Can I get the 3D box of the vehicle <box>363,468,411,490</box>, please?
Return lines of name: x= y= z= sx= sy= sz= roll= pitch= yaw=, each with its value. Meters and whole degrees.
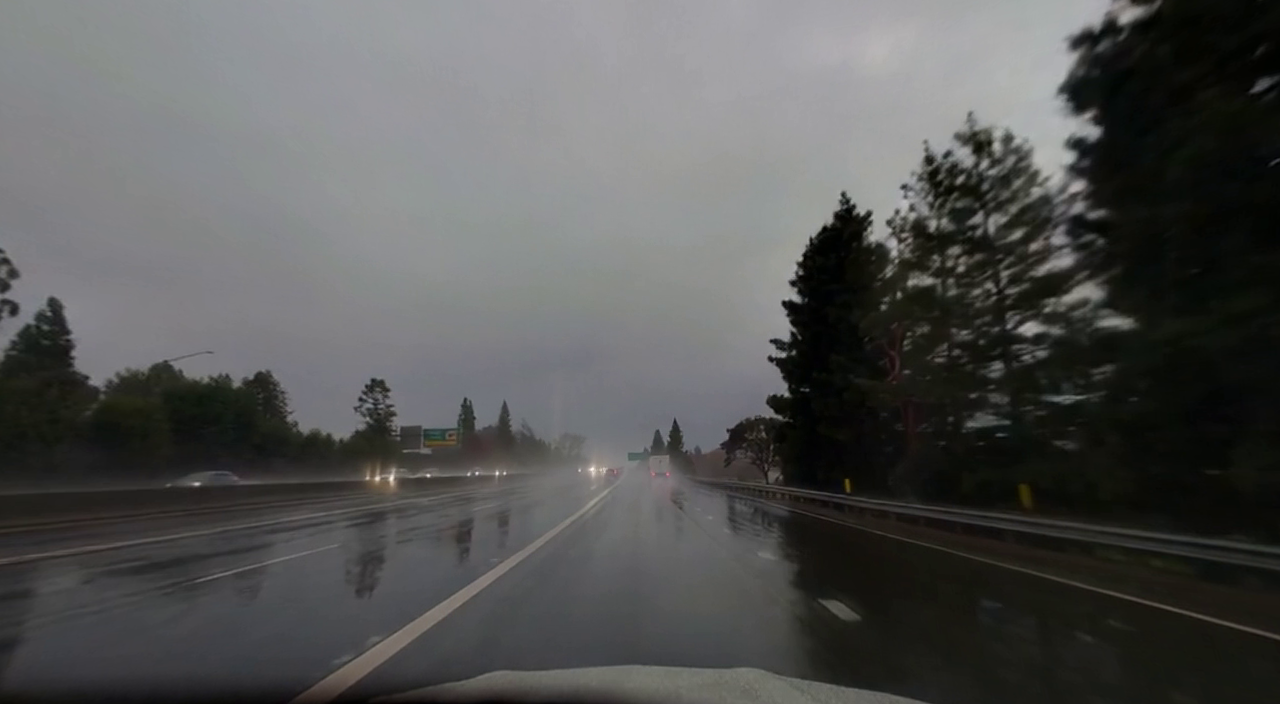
vehicle: x=-19.009 y=9.558 z=47.571 sx=1.803 sy=1.508 sz=4.279 roll=1 pitch=-10 yaw=0

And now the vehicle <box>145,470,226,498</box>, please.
vehicle: x=-26.628 y=7.730 z=37.093 sx=1.774 sy=1.541 sz=3.989 roll=1 pitch=-10 yaw=0
